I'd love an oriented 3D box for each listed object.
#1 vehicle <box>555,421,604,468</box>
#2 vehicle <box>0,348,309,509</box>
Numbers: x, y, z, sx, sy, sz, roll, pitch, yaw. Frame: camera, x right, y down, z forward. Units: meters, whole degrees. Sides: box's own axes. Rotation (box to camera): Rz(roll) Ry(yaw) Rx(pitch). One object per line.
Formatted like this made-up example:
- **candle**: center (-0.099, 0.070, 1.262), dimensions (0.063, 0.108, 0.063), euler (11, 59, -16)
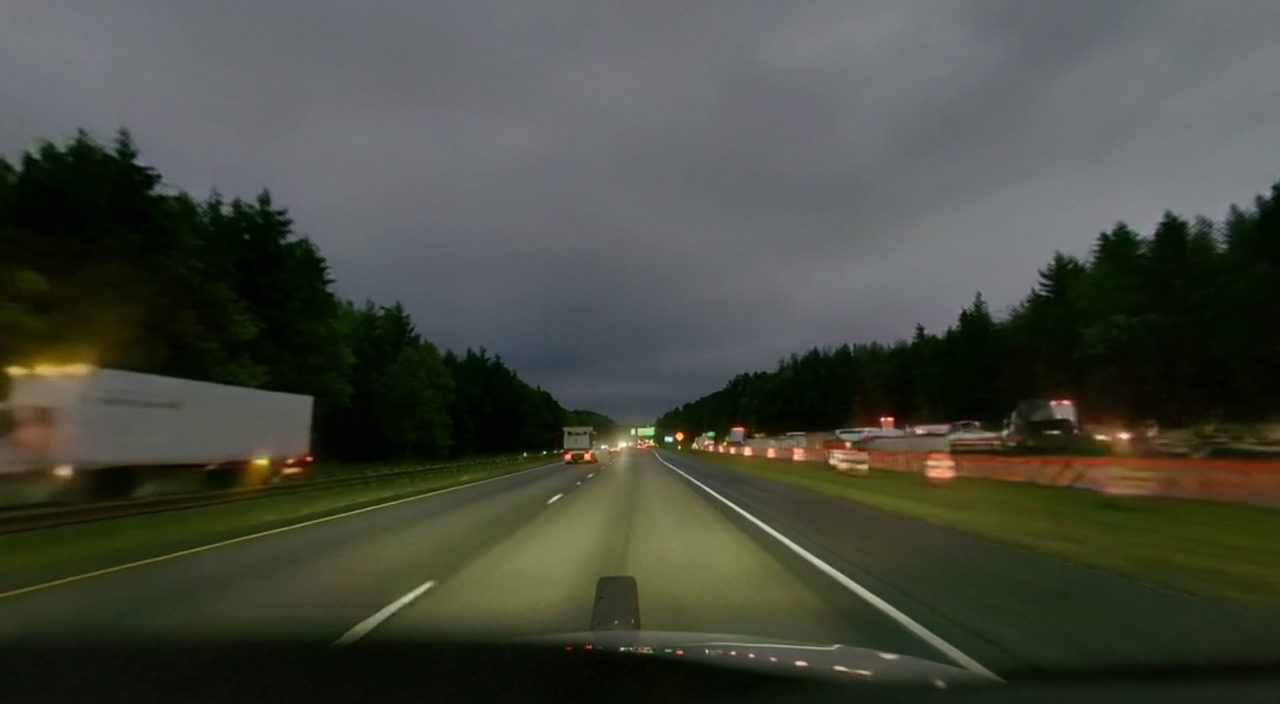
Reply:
- **vehicle**: center (-3.603, 5.705, 38.890), dimensions (2.484, 2.625, 5.907), euler (0, -8, 0)
- **vehicle**: center (-17.265, 2.915, 22.701), dimensions (2.897, 3.982, 14.641), euler (-1, -8, -1)
